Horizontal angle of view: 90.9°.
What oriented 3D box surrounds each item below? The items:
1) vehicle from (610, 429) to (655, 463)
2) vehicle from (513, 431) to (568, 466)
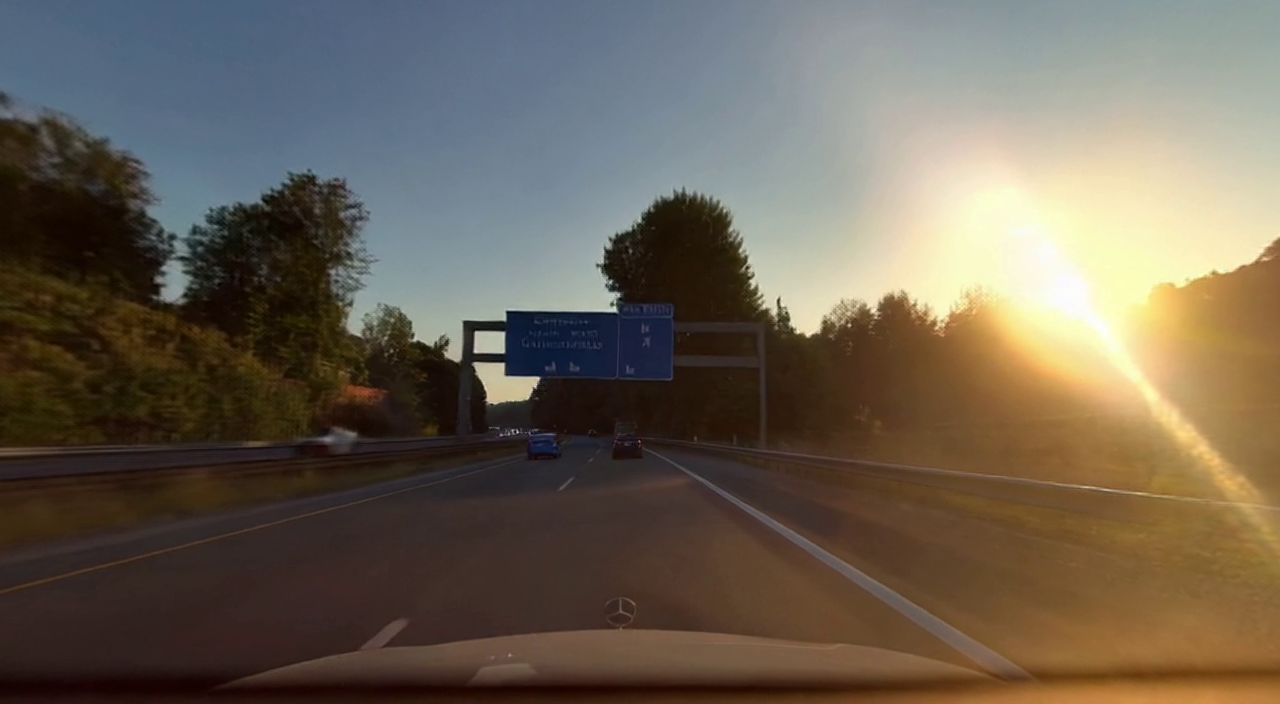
[{"bbox_3d":[-0.441,4.755,32.038,2.162,1.616,4.242,0,-8,-2],"label":"vehicle"},{"bbox_3d":[-4.612,4.522,29.722,1.975,1.518,4.242,0,-8,-1],"label":"vehicle"}]
